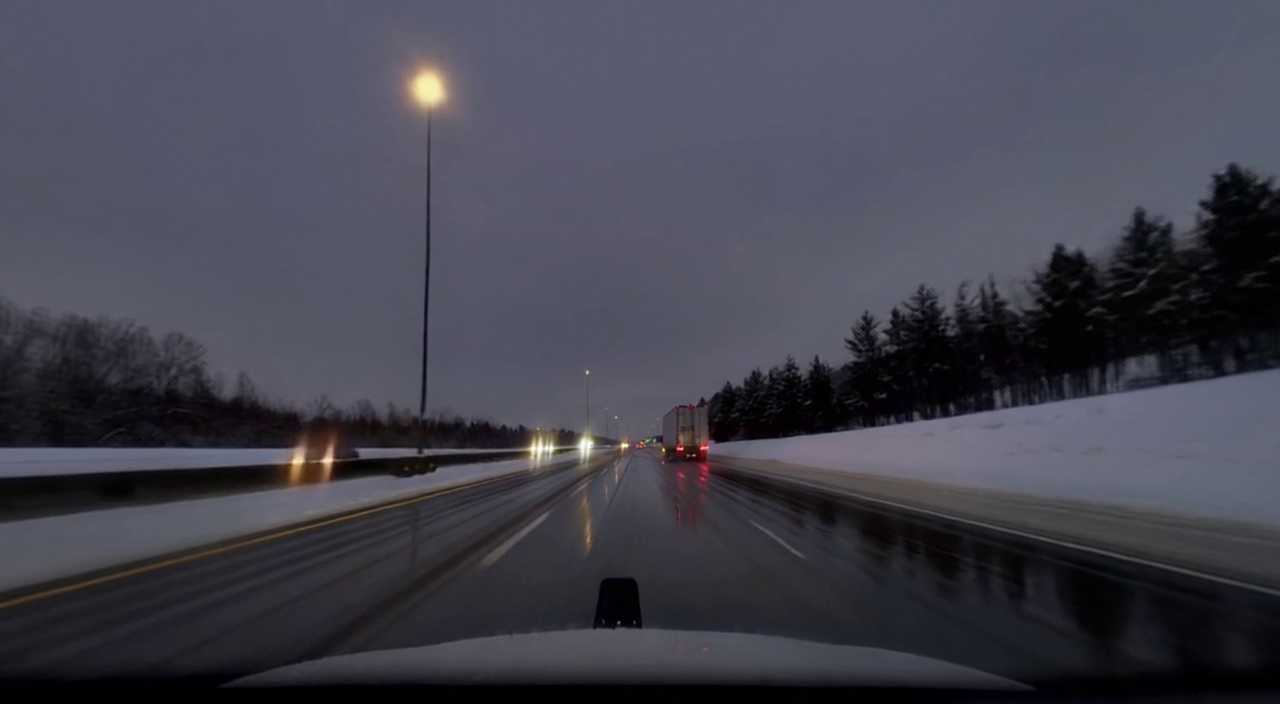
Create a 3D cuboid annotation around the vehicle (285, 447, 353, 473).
[{"bbox_3d":[-19.282,6.465,38.179,1.798,1.453,4.393,0,-9,0],"label":"vehicle"}]
